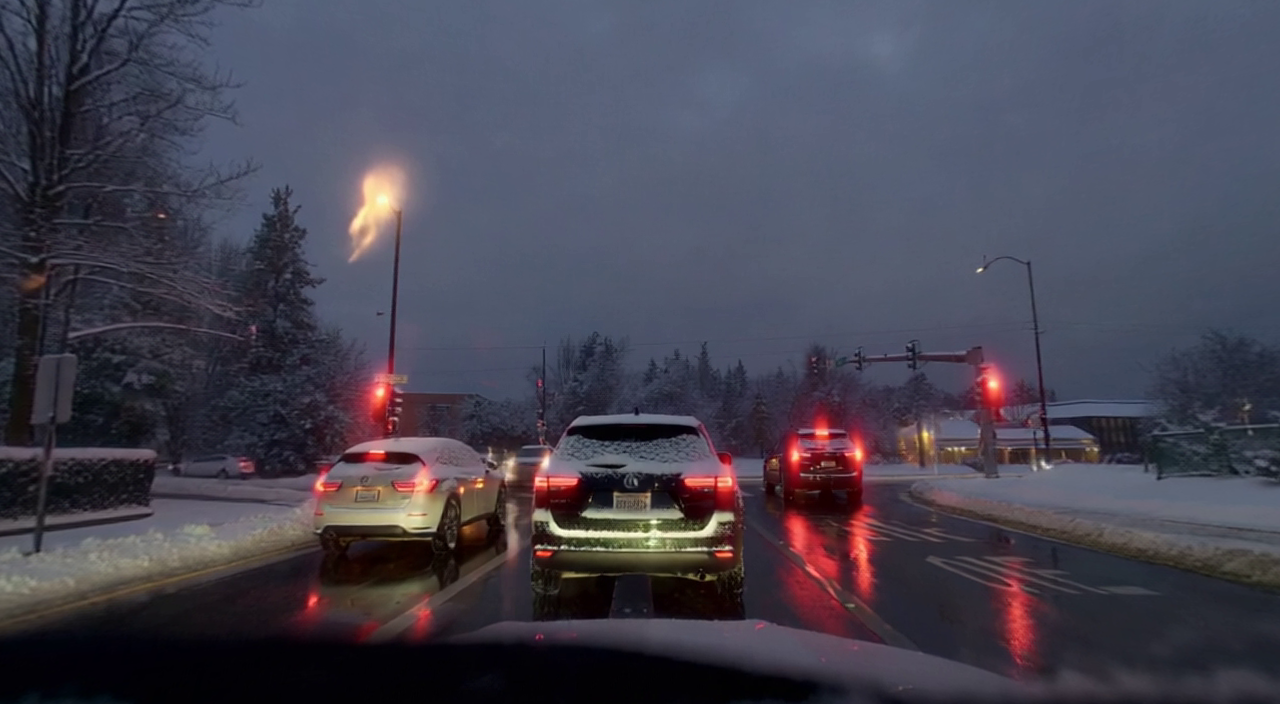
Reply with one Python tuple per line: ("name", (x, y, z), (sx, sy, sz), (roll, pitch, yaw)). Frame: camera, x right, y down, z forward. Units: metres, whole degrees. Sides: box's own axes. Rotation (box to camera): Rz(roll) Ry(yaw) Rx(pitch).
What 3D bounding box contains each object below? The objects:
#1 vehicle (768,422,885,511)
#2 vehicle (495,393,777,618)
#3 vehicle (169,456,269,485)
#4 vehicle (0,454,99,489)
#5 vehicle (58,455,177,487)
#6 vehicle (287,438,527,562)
("vehicle", (4.809, 2.996, 16.912), (2.084, 2.053, 4.073), (-1, -8, 4))
("vehicle", (-0.031, 1.522, 7.166), (2.203, 1.757, 4.286), (0, -8, 0))
("vehicle", (-24.537, 6.923, 36.915), (4.457, 1.435, 1.795), (3, -5, -16))
("vehicle", (-27.080, 5.274, 27.941), (4.198, 1.444, 1.765), (2, -9, -15))
("vehicle", (-26.034, 5.939, 31.571), (4.140, 1.444, 1.742), (2, -9, -16))
("vehicle", (-3.191, 2.095, 9.796), (1.913, 1.453, 4.413), (0, -8, 2))
